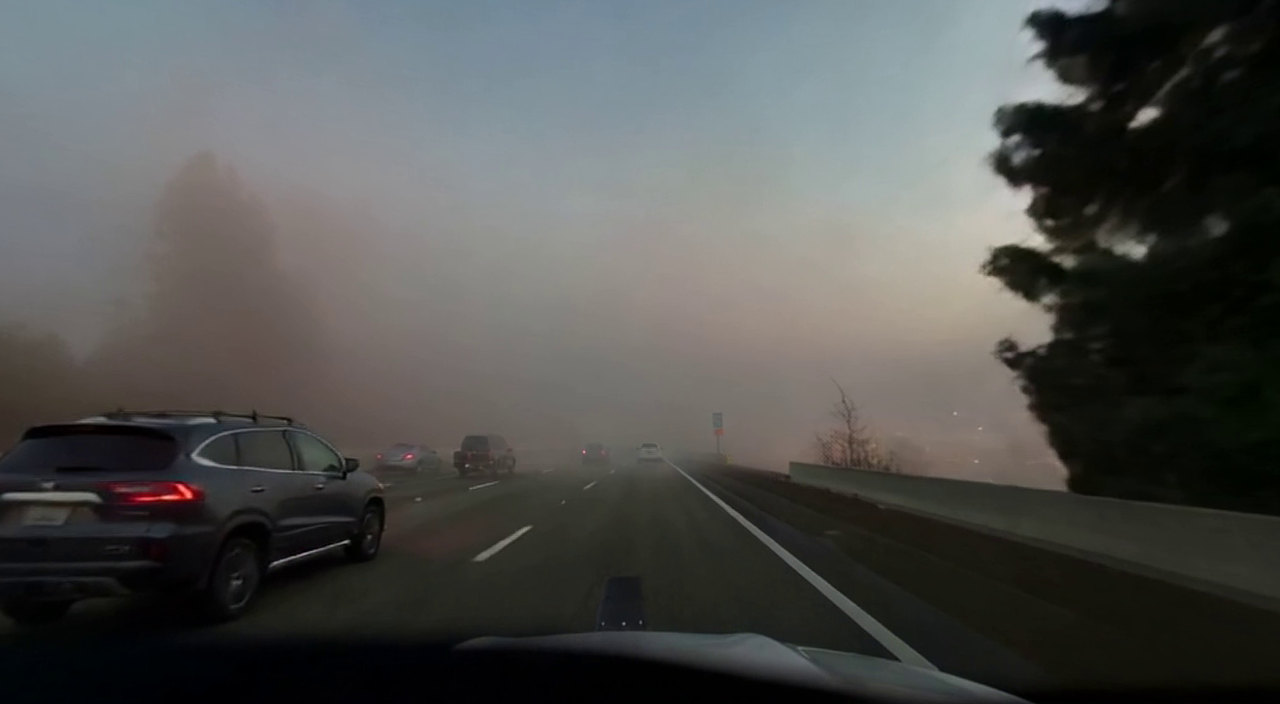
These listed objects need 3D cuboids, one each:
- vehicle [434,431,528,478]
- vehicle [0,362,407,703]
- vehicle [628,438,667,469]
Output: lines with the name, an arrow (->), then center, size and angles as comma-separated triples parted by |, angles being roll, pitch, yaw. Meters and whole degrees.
vehicle -> -7.032, 4.622, 28.793 | 2.521, 1.901, 5.988 | -1, -8, 2
vehicle -> -4.078, 1.261, 5.531 | 2.136, 1.718, 4.873 | 0, -8, 1
vehicle -> 0.421, 5.949, 37.251 | 2.135, 1.697, 4.757 | 0, -8, 0
